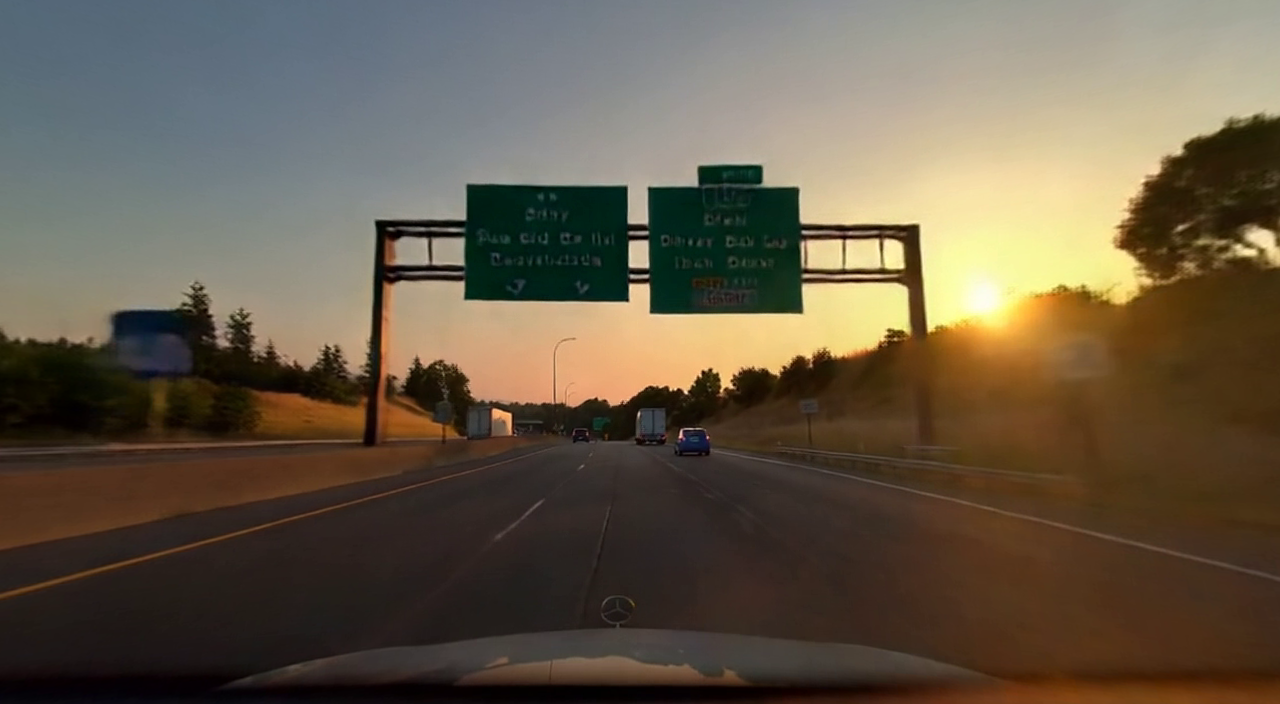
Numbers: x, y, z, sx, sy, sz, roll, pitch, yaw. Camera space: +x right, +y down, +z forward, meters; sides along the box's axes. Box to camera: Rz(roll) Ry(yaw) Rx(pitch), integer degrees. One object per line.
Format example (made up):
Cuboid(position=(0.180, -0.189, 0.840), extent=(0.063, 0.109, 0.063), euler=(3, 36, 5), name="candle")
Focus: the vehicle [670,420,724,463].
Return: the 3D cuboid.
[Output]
Cuboid(position=(2.645, 4.289, 30.438), extent=(2.076, 1.914, 4.287), euler=(0, -8, -2), name="vehicle")
